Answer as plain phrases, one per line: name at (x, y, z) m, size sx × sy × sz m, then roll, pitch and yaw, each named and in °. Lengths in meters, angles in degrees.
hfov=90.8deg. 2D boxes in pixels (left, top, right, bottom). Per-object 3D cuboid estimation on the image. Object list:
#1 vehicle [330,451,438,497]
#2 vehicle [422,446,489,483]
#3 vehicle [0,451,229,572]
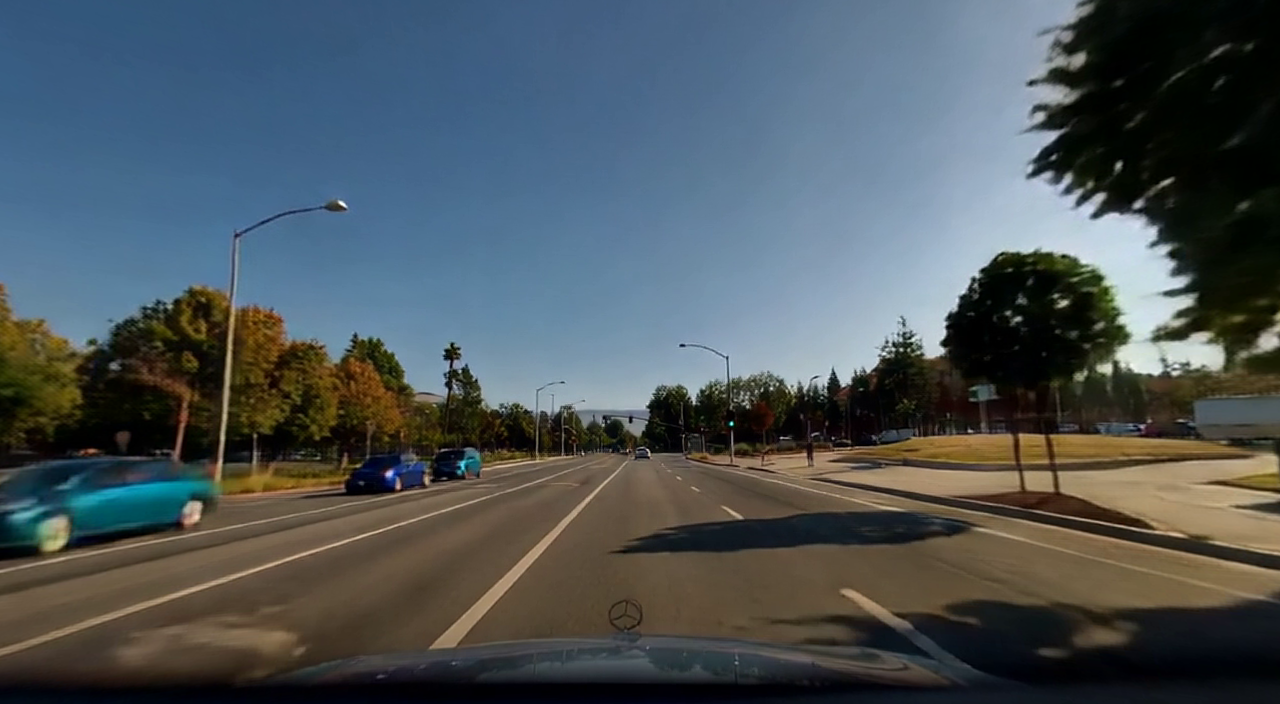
vehicle at (-8.919, 4.281, 22.490) m, size 1.940 × 1.452 × 4.441 m, roll 0°, pitch -9°, yaw 1°
vehicle at (-9.152, 5.587, 31.703) m, size 2.066 × 1.709 × 4.509 m, roll 0°, pitch -9°, yaw -1°
vehicle at (-8.861, 2.290, 9.850) m, size 1.959 × 1.469 × 4.369 m, roll 0°, pitch -9°, yaw 0°
